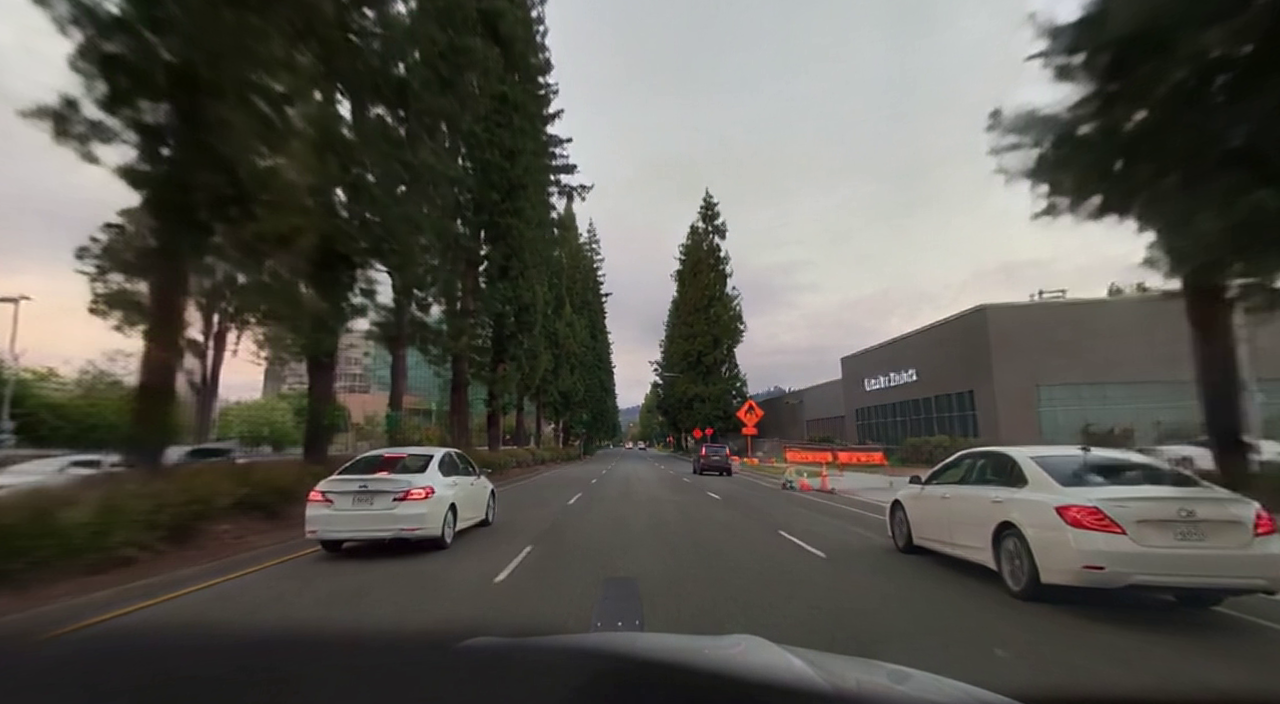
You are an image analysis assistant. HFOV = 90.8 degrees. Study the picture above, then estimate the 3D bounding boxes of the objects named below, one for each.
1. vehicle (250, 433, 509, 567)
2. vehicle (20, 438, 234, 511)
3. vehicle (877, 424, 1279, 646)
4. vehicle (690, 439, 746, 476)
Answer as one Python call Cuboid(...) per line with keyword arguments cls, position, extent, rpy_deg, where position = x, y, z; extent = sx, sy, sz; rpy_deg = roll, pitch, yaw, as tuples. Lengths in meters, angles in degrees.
Cuboid(cls="vehicle", position=(-3.343, 1.966, 9.157), extent=(2.020, 1.474, 4.098), rpy_deg=(0, -9, 0))
Cuboid(cls="vehicle", position=(-14.399, 3.430, 18.249), extent=(2.100, 1.812, 4.798), rpy_deg=(0, -9, 0))
Cuboid(cls="vehicle", position=(4.034, 1.537, 6.250), extent=(1.827, 1.491, 3.743), rpy_deg=(0, -9, -1))
Cuboid(cls="vehicle", position=(3.950, 5.465, 32.931), extent=(2.159, 1.793, 4.735), rpy_deg=(0, -9, -2))
